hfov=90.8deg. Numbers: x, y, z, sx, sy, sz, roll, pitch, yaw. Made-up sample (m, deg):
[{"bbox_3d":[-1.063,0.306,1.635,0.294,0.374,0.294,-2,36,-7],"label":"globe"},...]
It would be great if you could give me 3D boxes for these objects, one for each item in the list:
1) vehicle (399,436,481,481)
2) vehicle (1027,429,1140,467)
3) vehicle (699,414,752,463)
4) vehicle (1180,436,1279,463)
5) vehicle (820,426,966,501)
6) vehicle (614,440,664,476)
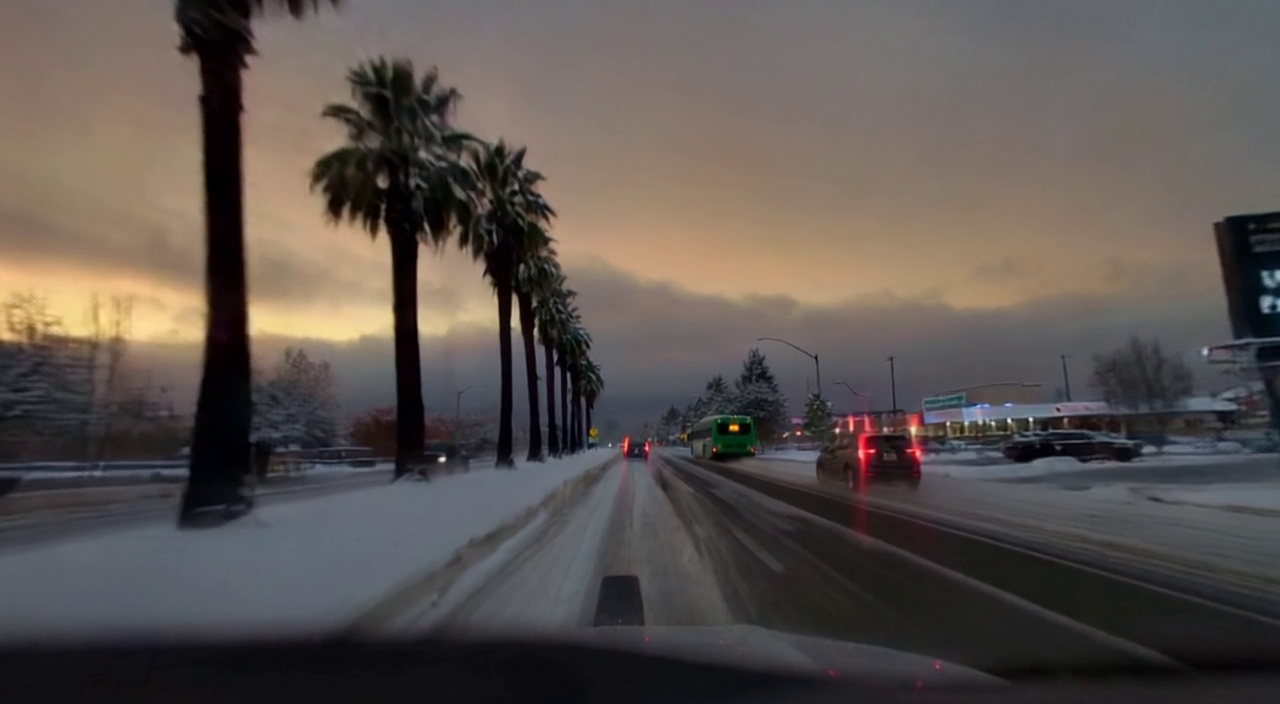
[{"bbox_3d":[-8.872,4.769,28.521,2.106,1.817,4.847,0,-9,0],"label":"vehicle"},{"bbox_3d":[23.575,5.088,33.674,4.595,1.845,1.919,0,-8,-5],"label":"vehicle"},{"bbox_3d":[6.503,6.838,49.494,2.795,3.383,9.287,0,-9,-1],"label":"vehicle"},{"bbox_3d":[36.030,6.037,38.734,1.818,1.451,4.263,-2,-10,-5],"label":"vehicle"},{"bbox_3d":[6.319,2.834,16.405,2.031,1.670,4.154,0,-9,-1],"label":"vehicle"},{"bbox_3d":[-0.042,4.743,28.573,2.065,1.477,4.306,0,-9,0],"label":"vehicle"}]
